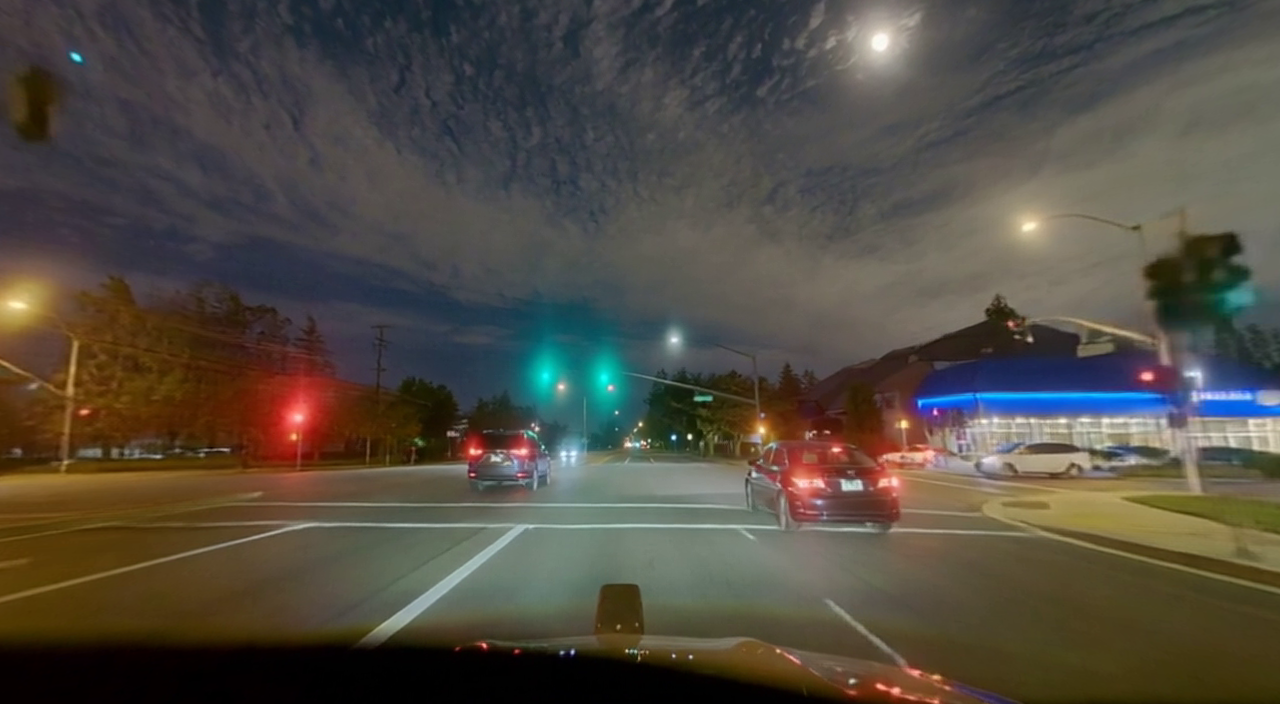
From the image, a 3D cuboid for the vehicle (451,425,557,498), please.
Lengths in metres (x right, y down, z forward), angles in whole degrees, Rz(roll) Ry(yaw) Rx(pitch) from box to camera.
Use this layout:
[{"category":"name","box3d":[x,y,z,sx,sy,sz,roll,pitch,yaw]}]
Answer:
[{"category":"vehicle","box3d":[-3.705,3.085,18.137,1.997,1.806,4.500,0,-9,1]}]

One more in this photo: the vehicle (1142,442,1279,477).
[{"category":"vehicle","box3d":[27.938,5.246,31.032,4.874,1.625,1.930,0,-9,0]}]

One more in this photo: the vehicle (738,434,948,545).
[{"category":"vehicle","box3d":[3.174,2.256,11.140,1.975,1.502,4.787,0,-9,-2]}]

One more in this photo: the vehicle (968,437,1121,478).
[{"category":"vehicle","box3d":[19.988,5.223,31.415,5.886,1.798,2.407,-1,-9,0]}]
